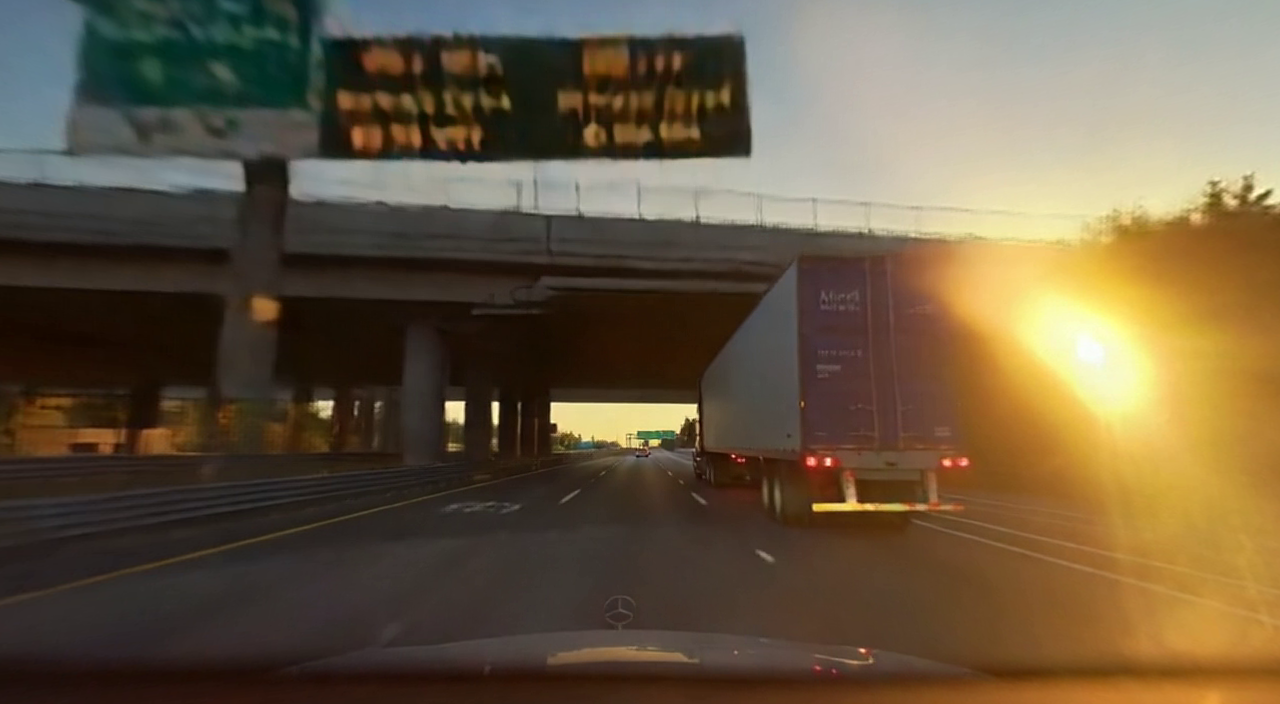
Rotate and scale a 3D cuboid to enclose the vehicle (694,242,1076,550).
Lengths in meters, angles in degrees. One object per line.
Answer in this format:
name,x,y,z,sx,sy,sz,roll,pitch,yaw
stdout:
vehicle,3.743,1.620,15.419,3.244,4.020,14.561,0,-9,-1
